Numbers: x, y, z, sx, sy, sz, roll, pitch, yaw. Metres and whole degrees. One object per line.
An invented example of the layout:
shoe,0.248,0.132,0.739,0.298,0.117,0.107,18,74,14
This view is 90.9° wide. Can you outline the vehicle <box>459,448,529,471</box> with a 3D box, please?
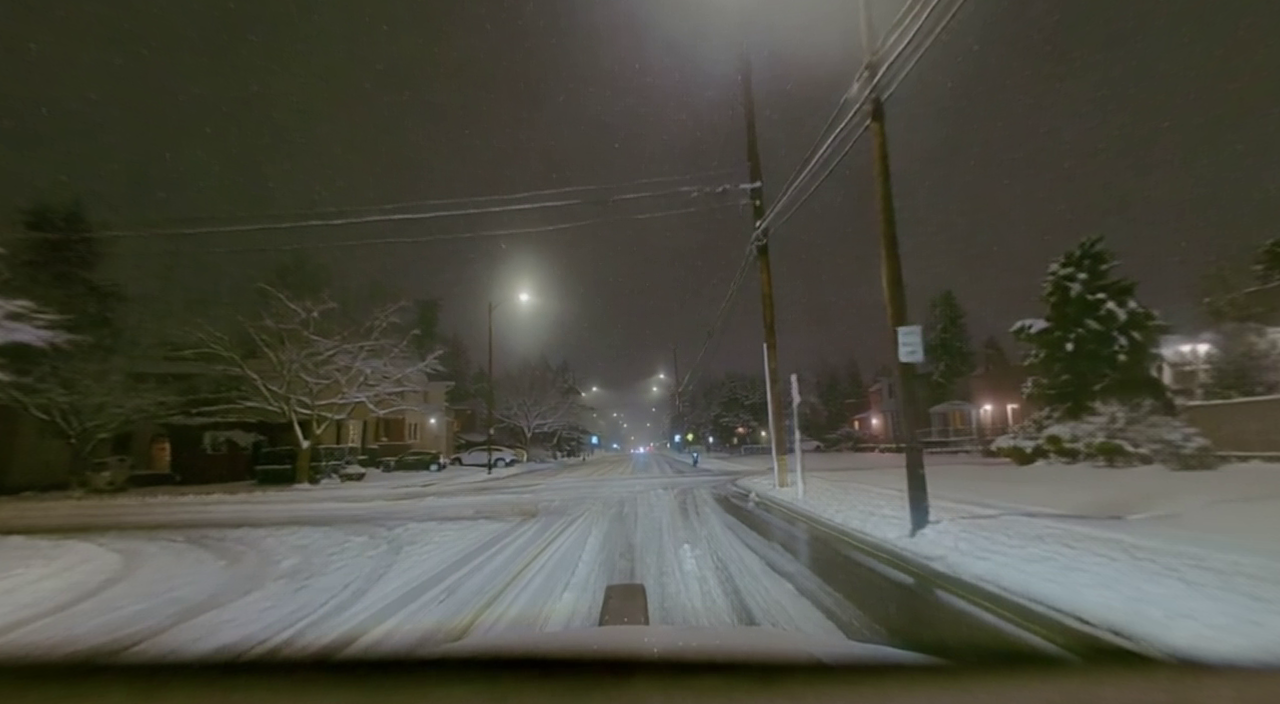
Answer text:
vehicle,-9.998,7.296,43.111,4.293,1.484,1.981,4,-9,-22
